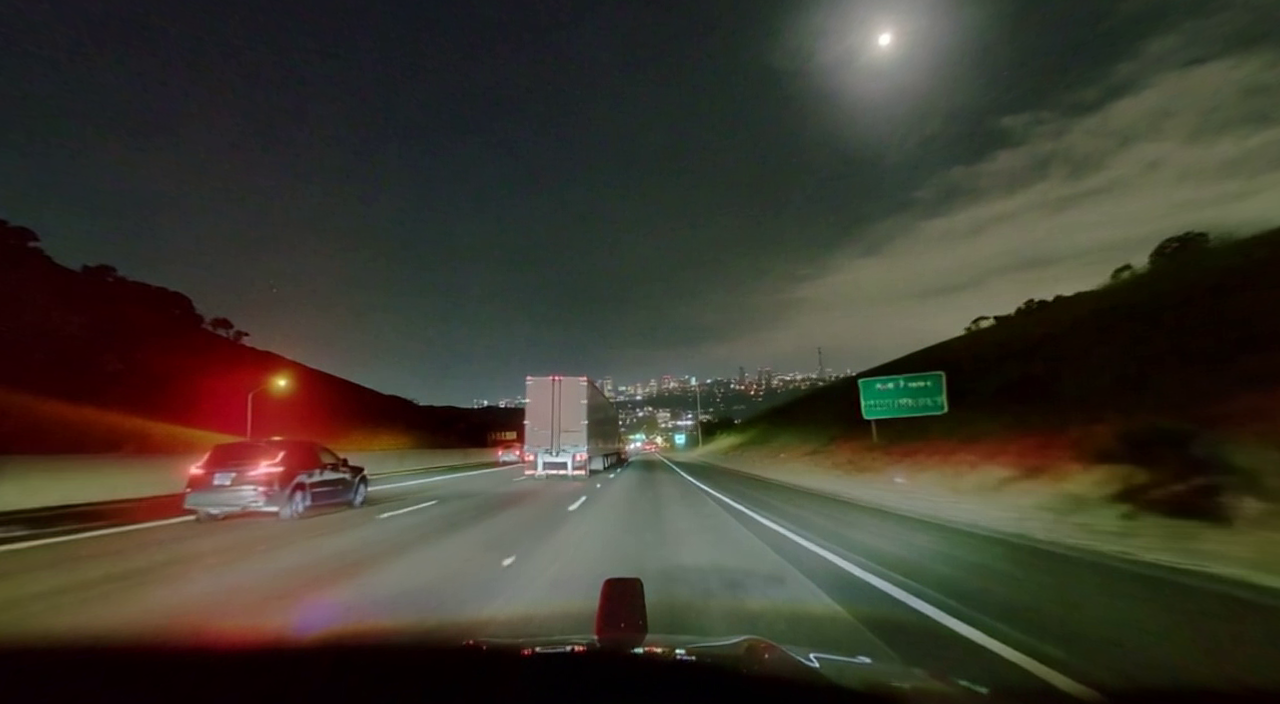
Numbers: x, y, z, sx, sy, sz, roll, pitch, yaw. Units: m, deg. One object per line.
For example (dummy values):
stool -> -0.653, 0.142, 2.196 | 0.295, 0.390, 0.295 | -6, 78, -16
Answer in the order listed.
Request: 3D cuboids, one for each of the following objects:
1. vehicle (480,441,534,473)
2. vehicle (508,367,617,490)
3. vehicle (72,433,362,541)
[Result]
vehicle -> -7.164, 5.664, 34.344 | 1.949, 1.604, 4.456 | 0, -9, 0
vehicle -> -3.017, 3.888, 30.480 | 3.202, 4.352, 16.251 | 0, -9, 0
vehicle -> -6.986, 2.243, 11.211 | 1.911, 1.494, 4.555 | 0, -9, 1
